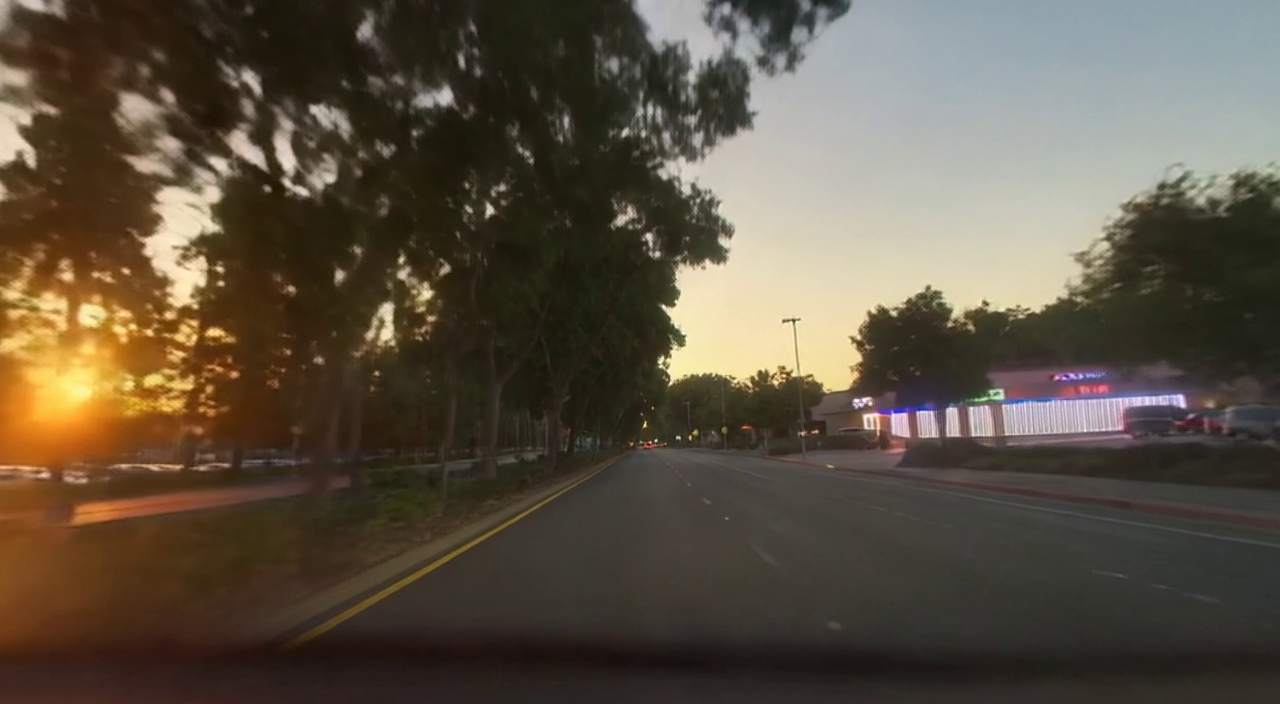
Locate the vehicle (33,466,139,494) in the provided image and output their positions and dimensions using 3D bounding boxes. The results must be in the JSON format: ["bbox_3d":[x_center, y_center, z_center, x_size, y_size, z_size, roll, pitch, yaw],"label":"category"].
[{"bbox_3d":[-30.951,7.159,35.303,3.970,1.408,1.825,1,-11,-9],"label":"vehicle"}]
